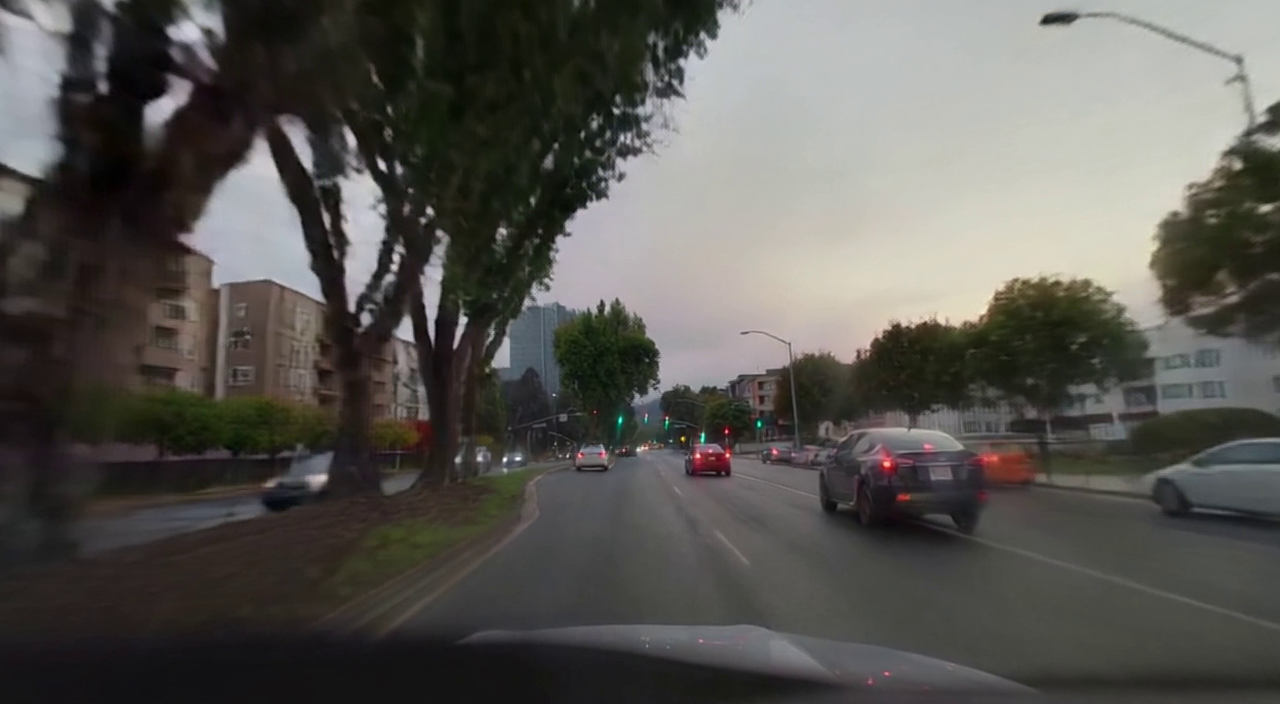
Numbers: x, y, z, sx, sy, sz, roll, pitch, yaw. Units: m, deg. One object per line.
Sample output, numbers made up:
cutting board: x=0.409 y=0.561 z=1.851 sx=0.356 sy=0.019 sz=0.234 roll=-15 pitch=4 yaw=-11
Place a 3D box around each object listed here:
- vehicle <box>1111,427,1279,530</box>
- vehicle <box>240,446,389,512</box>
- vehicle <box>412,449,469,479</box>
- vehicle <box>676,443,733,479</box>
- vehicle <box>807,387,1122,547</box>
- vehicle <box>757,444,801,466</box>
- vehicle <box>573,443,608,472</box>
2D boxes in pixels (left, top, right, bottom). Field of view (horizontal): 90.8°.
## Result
vehicle: x=10.240 y=1.987 z=10.113 sx=1.865 sy=1.478 sz=4.599 roll=0 pitch=-9 yaw=0
vehicle: x=-9.077 y=3.546 z=18.121 sx=1.941 sy=1.639 sz=4.293 roll=0 pitch=-9 yaw=0
vehicle: x=-12.077 y=6.796 z=38.614 sx=2.027 sy=1.736 sz=4.694 roll=0 pitch=-9 yaw=-1
vehicle: x=2.830 y=4.908 z=28.651 sx=2.003 sy=1.480 sz=4.494 roll=0 pitch=-9 yaw=-1
vehicle: x=4.872 y=1.889 z=10.946 sx=2.427 sy=2.017 sz=5.763 roll=0 pitch=-9 yaw=1
vehicle: x=10.002 y=7.446 z=45.688 sx=2.014 sy=1.480 sz=4.783 roll=0 pitch=-9 yaw=-1
vehicle: x=-3.100 y=6.699 z=40.382 sx=2.065 sy=1.716 sz=4.265 roll=0 pitch=-9 yaw=-3
